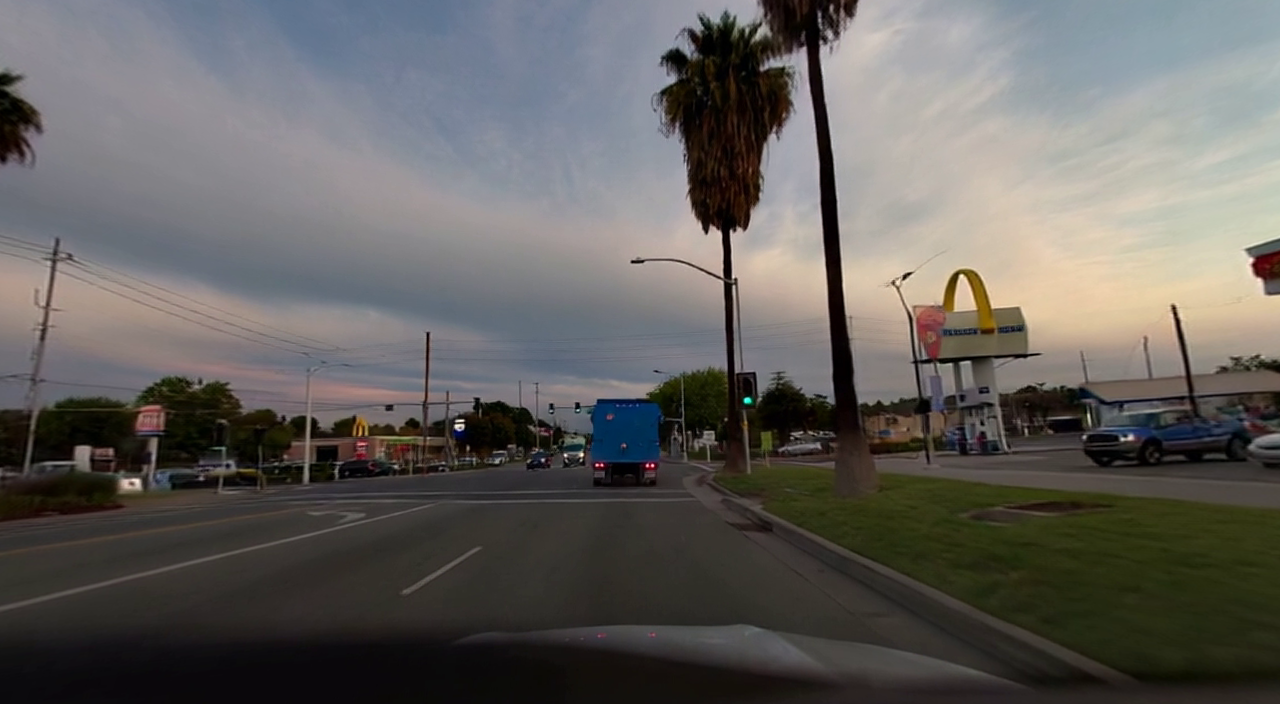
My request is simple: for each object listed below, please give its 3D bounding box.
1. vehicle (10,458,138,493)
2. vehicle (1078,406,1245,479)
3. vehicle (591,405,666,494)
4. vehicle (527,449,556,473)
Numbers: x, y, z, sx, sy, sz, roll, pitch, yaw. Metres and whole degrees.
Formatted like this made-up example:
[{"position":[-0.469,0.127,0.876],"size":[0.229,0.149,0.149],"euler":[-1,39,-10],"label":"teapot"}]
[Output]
[{"position":[-28.118,6.125,31.602],"size":[4.303,1.567,2.021],"euler":[5,-10,-30],"label":"vehicle"},{"position":[15.801,2.743,19.093],"size":[5.078,1.937,2.326],"euler":[6,-10,-33],"label":"vehicle"},{"position":[-0.264,3.678,24.070],"size":[2.463,2.954,5.938],"euler":[0,-8,2],"label":"vehicle"},{"position":[-7.491,8.221,47.877],"size":[1.997,1.679,4.263],"euler":[2,-9,-9],"label":"vehicle"}]
